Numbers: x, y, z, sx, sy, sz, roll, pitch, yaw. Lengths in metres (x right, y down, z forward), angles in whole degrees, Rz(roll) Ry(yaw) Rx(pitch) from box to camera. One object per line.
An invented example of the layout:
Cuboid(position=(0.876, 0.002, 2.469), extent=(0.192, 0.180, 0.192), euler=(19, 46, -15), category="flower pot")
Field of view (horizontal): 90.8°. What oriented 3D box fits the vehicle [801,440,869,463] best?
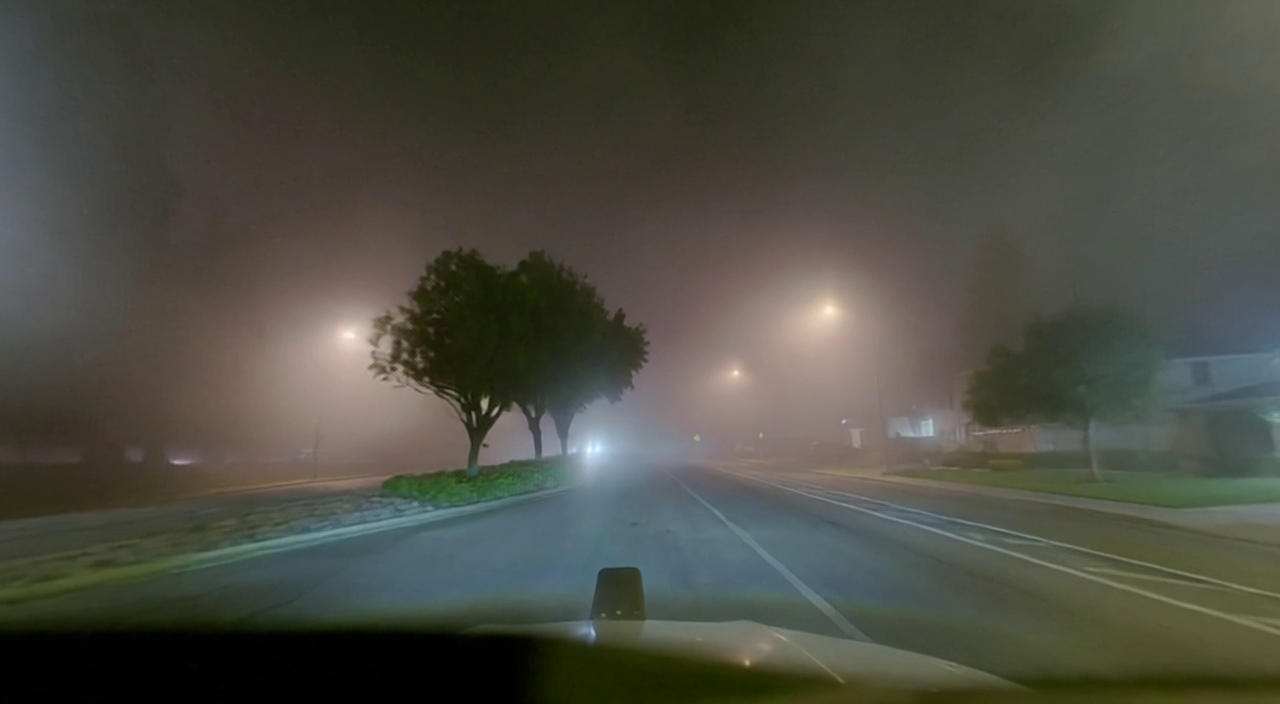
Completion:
Cuboid(position=(15.292, 7.797, 49.621), extent=(4.605, 1.779, 2.135), euler=(0, -9, -1), category="vehicle")
